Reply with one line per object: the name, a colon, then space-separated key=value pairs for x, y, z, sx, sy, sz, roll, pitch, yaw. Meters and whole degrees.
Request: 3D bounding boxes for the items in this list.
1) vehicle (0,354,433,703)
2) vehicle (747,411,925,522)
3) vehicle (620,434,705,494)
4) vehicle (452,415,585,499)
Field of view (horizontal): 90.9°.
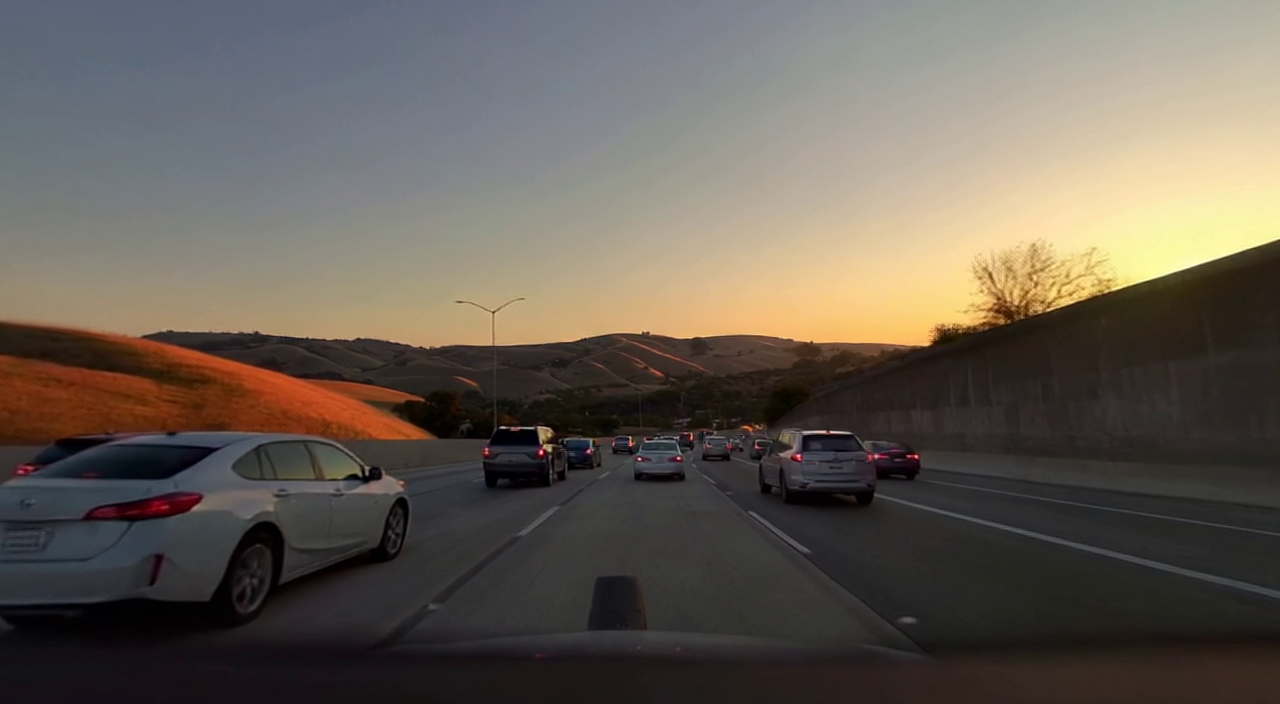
vehicle: x=-3.604 y=1.181 z=5.202 sx=2.179 sy=1.723 sz=4.410 roll=0 pitch=-8 yaw=1
vehicle: x=3.526 y=2.157 z=12.400 sx=2.046 sy=1.765 sz=4.534 roll=0 pitch=-8 yaw=0
vehicle: x=0.634 y=3.110 z=17.909 sx=2.105 sy=1.471 sz=4.349 roll=0 pitch=-8 yaw=2
vehicle: x=-3.037 y=2.810 z=17.259 sx=2.301 sy=1.902 sz=5.374 roll=0 pitch=-8 yaw=3
